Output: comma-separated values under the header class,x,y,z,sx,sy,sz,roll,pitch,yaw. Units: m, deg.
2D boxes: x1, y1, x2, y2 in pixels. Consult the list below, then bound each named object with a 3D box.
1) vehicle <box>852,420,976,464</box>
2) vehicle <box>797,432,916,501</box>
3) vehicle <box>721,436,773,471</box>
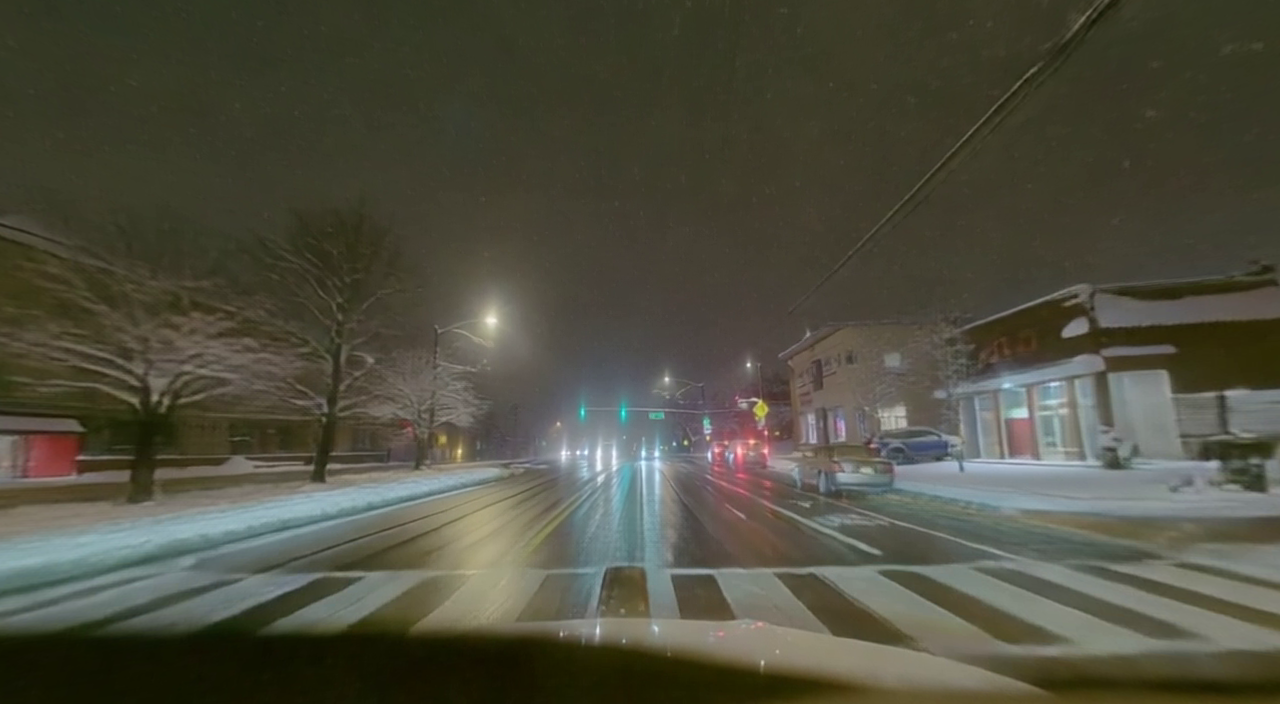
class,x,y,z,sx,sy,sz,roll,pitch,yaw
vehicle,12.326,4.092,28.628,4.571,1.827,2.260,1,-8,-1
vehicle,5.903,3.122,17.726,1.955,1.679,3.890,0,-8,0
vehicle,5.885,5.613,35.267,2.069,1.776,4.797,0,-8,0
